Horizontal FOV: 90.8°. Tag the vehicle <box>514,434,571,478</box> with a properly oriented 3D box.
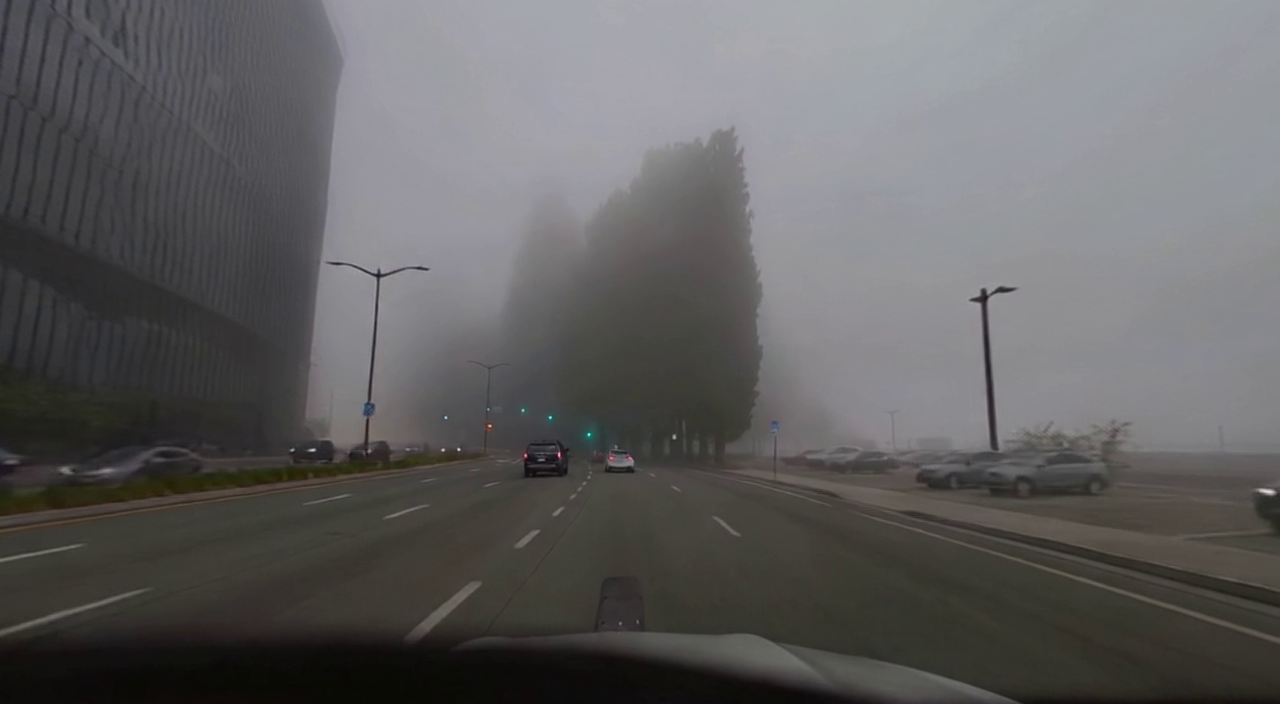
[{"bbox_3d":[-4.270,4.647,28.430,2.001,1.784,4.483,1,-8,-2],"label":"vehicle"}]

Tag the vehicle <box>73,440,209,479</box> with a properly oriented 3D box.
[{"bbox_3d":[-18.493,3.984,23.718,1.605,1.292,4.497,1,-8,-3],"label":"vehicle"}]

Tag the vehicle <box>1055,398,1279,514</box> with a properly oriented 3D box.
[{"bbox_3d":[20.393,3.239,20.457,2.924,3.405,15.125,-3,-6,-3],"label":"vehicle"}]

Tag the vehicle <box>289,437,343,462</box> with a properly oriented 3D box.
[{"bbox_3d":[-23.443,7.060,45.837,1.849,1.657,4.360,1,-8,-5],"label":"vehicle"}]

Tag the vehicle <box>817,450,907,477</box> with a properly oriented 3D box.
[{"bbox_3d":[12.715,6.384,36.343,4.470,1.429,1.878,0,-7,1],"label":"vehicle"}]

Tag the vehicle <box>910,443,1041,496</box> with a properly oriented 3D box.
[{"bbox_3d":[12.964,4.535,24.562,3.965,1.702,1.817,-3,-7,0],"label":"vehicle"}]

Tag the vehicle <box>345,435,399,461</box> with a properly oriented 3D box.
[{"bbox_3d":[-19.832,7.154,47.016,2.087,1.788,4.999,1,-8,-4],"label":"vehicle"}]

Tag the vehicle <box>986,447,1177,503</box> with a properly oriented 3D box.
[{"bbox_3d":[13.628,3.819,19.745,4.489,1.652,1.783,-1,-10,3],"label":"vehicle"}]

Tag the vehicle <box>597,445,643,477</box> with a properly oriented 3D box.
[{"bbox_3d":[-1.007,5.152,30.108,2.050,1.385,4.096,1,-8,-3],"label":"vehicle"}]
